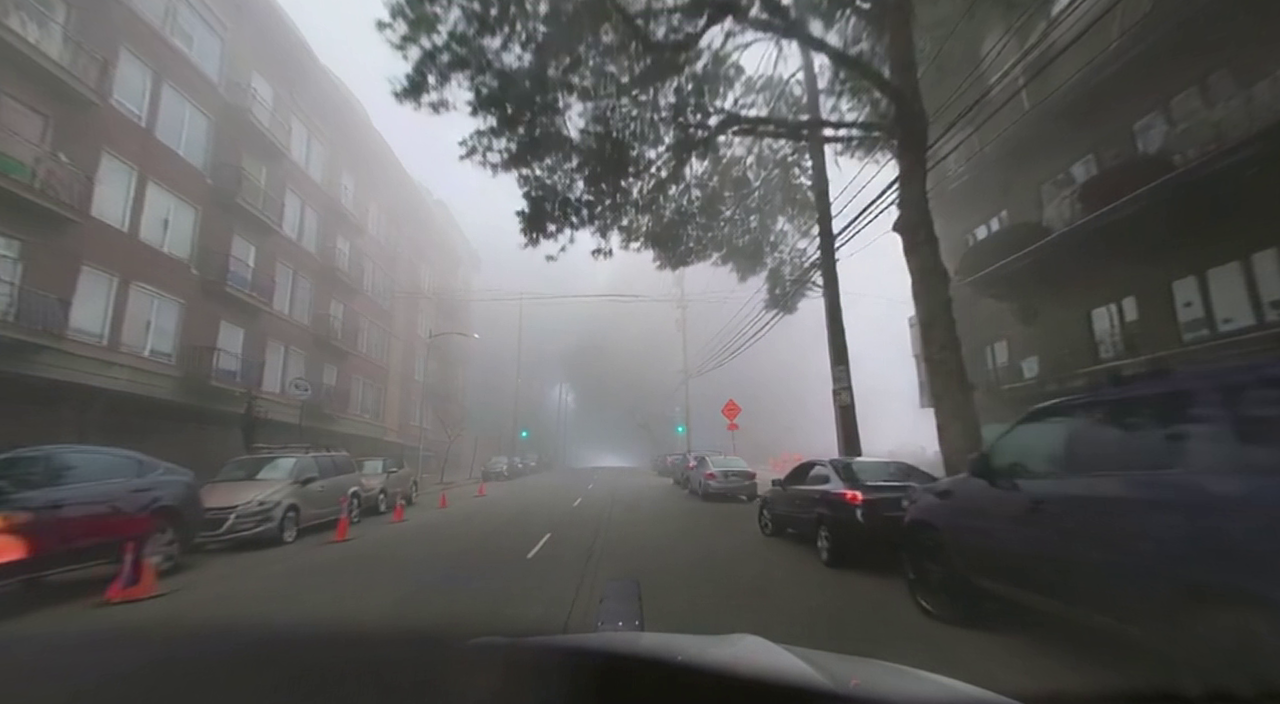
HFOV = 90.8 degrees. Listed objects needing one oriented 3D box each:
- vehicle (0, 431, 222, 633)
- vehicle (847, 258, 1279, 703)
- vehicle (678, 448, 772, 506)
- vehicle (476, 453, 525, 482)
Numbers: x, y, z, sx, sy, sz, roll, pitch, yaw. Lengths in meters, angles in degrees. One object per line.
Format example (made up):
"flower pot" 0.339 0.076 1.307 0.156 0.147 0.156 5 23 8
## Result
"vehicle" -6.460 1.635 6.058 1.971 1.697 4.450 1 -9 -3
"vehicle" 3.144 1.007 3.797 1.994 1.857 4.393 2 -14 -4
"vehicle" 2.435 3.726 19.375 2.010 1.499 4.754 1 -9 -3
"vehicle" -7.543 6.278 34.579 1.968 1.450 4.271 1 -9 -3
